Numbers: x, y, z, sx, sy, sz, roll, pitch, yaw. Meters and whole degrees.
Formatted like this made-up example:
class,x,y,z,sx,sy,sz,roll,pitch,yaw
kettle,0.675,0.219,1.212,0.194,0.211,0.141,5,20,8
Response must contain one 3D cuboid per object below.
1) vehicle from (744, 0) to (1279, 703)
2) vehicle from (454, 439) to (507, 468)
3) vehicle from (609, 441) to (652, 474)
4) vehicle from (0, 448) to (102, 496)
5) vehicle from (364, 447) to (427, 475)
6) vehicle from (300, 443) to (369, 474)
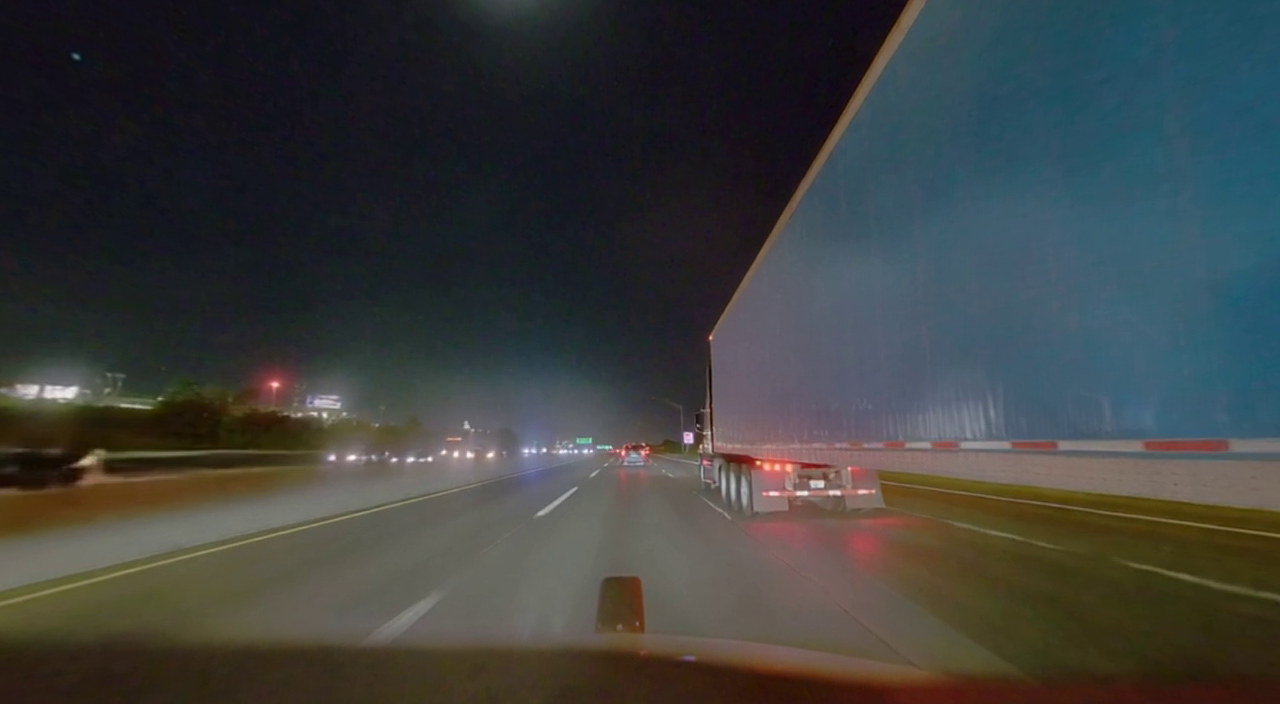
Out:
class,x,y,z,sx,sy,sz,roll,pitch,yaw
vehicle,3.423,-0.199,3.080,2.996,4.123,15.965,0,-9,-1
vehicle,-10.006,6.414,39.940,2.153,1.681,4.705,0,-9,-1
vehicle,-0.538,5.676,34.143,2.191,1.685,4.015,0,-9,-1
vehicle,-20.798,3.941,20.977,1.916,1.494,4.497,0,-9,-1
vehicle,-13.804,6.161,35.965,1.921,1.498,4.299,0,-9,-1
vehicle,-17.633,6.166,36.747,1.906,1.685,4.278,0,-9,-1
